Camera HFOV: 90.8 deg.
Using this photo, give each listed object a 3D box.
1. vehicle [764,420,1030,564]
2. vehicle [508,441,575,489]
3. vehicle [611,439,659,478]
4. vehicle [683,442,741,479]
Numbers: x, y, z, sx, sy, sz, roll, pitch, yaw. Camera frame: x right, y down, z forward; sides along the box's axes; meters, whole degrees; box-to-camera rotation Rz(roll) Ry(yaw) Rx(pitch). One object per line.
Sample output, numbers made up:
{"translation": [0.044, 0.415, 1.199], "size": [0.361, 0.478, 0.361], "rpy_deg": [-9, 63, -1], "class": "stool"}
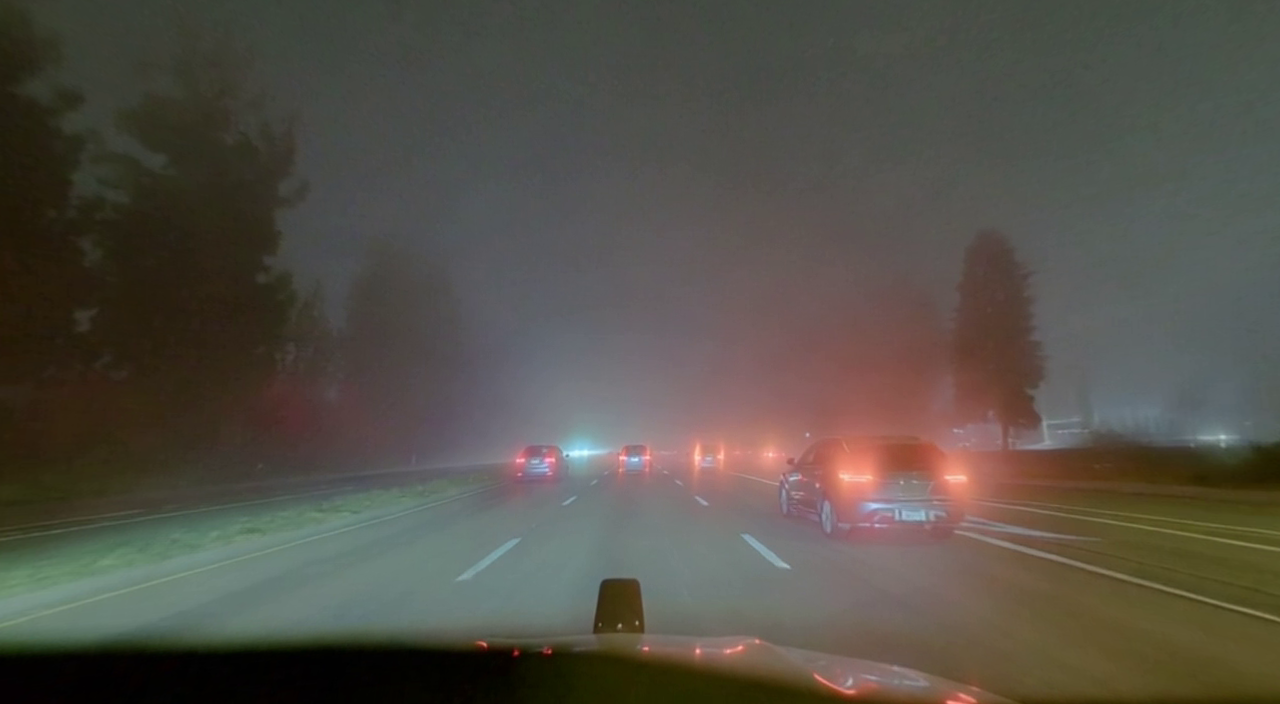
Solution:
{"translation": [3.455, 1.973, 9.749], "size": [2.069, 1.644, 4.714], "rpy_deg": [0, -8, -1], "class": "vehicle"}
{"translation": [-3.561, 4.138, 23.544], "size": [1.823, 1.602, 4.061], "rpy_deg": [0, -8, 0], "class": "vehicle"}
{"translation": [-0.259, 5.075, 30.378], "size": [2.150, 1.725, 4.096], "rpy_deg": [0, -8, -1], "class": "vehicle"}
{"translation": [3.234, 4.964, 29.096], "size": [2.068, 1.541, 4.041], "rpy_deg": [0, -8, -2], "class": "vehicle"}
